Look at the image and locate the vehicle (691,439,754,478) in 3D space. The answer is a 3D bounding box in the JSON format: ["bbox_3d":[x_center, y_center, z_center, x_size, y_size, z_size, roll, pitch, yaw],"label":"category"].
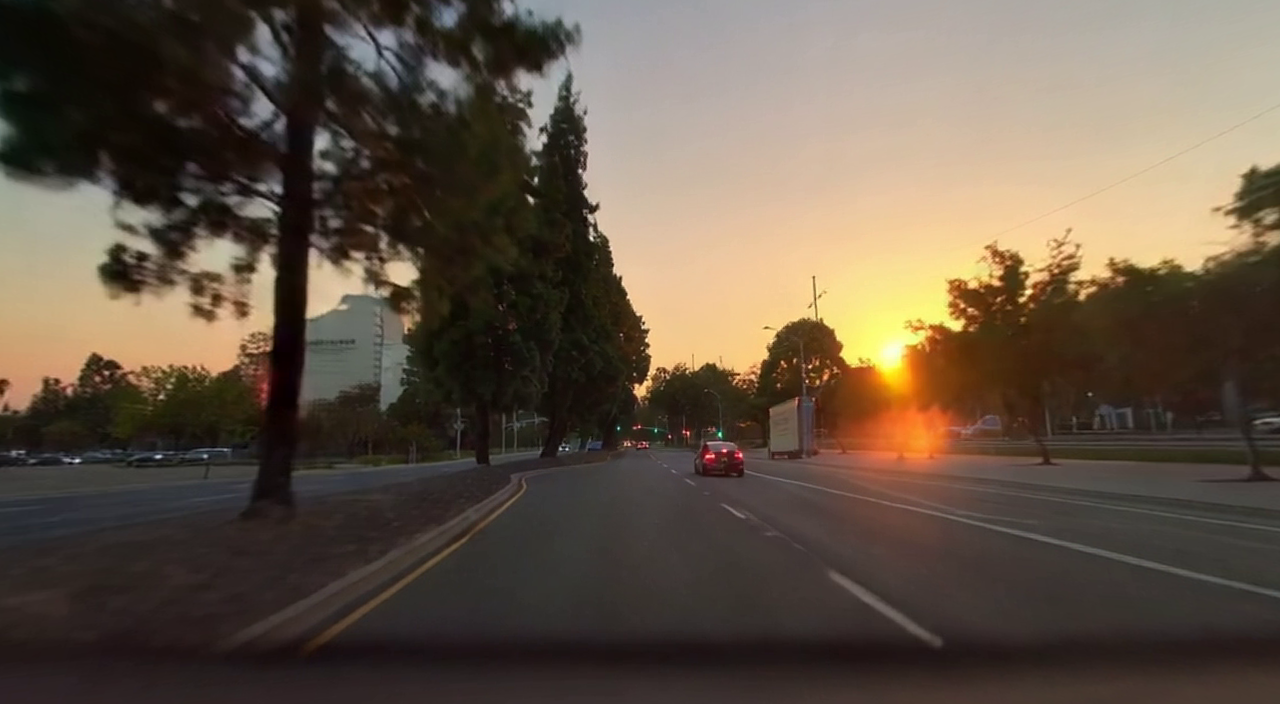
[{"bbox_3d":[3.332,4.410,26.421,1.948,1.479,4.620,0,-8,-1],"label":"vehicle"}]
